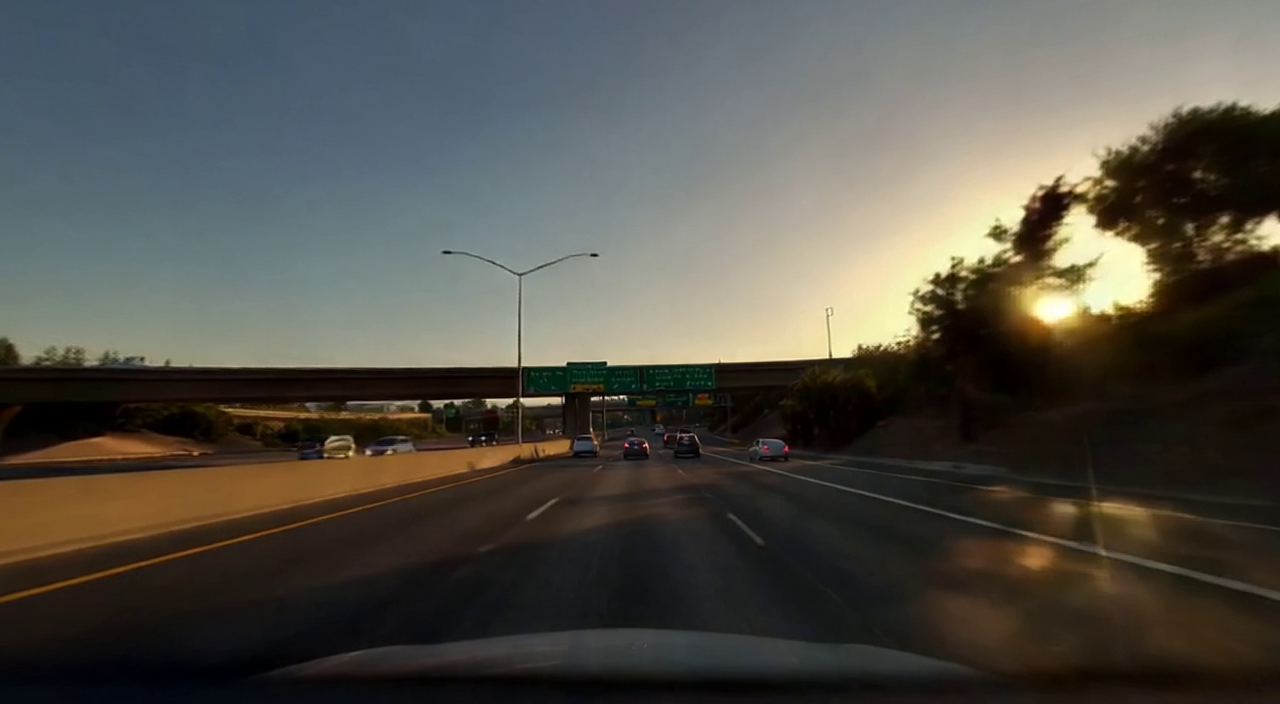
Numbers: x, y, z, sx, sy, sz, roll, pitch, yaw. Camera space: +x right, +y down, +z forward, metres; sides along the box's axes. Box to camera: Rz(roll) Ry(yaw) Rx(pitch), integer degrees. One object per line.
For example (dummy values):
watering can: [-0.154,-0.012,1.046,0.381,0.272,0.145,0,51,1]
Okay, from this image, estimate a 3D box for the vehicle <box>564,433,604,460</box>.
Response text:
vehicle: [-3.630,6.249,41.753,2.123,1.661,4.601,0,-9,1]

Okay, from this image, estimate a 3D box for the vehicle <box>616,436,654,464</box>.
vehicle: [-0.279,5.367,34.647,1.985,1.457,4.227,0,-9,-1]

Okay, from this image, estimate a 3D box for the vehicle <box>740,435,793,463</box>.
vehicle: [7.027,5.467,35.552,1.935,1.478,4.433,0,-9,-2]
